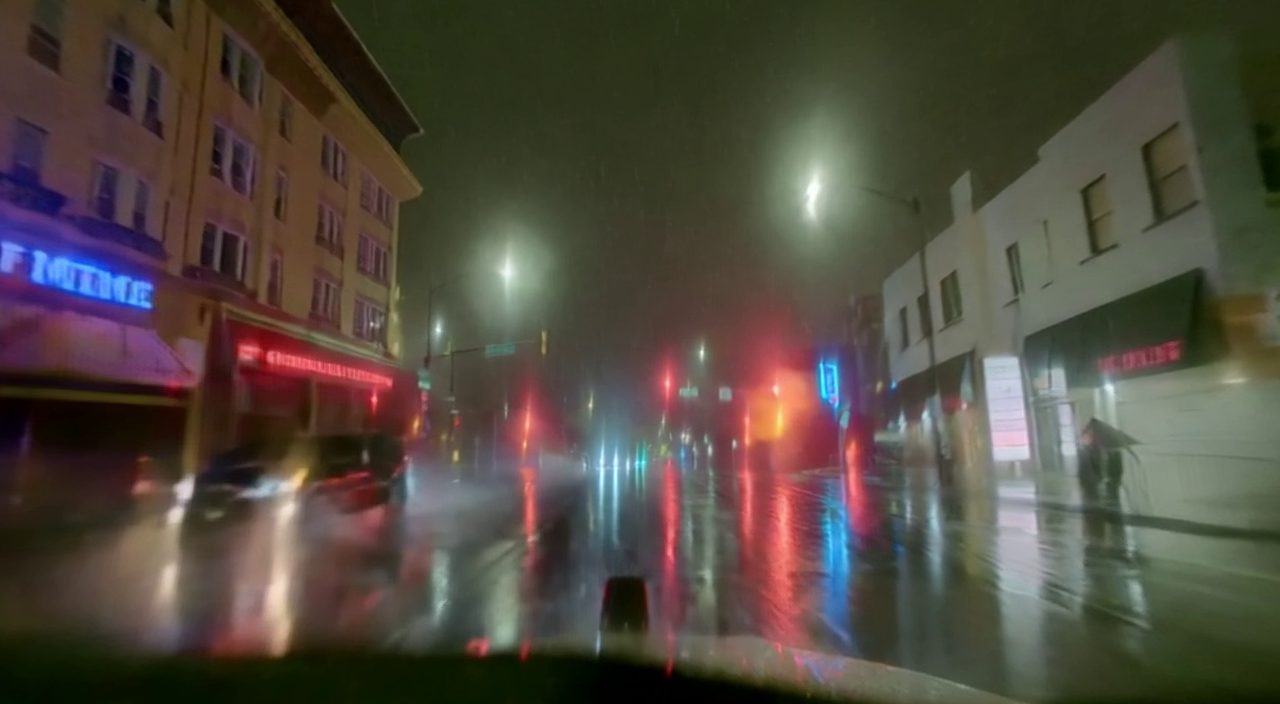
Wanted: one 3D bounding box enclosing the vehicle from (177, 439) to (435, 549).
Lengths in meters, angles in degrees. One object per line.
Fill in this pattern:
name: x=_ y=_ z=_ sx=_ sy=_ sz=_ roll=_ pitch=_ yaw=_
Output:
vehicle: x=-5.333 y=2.294 z=10.964 sx=1.984 sy=1.489 sz=4.515 roll=0 pitch=-9 yaw=0
